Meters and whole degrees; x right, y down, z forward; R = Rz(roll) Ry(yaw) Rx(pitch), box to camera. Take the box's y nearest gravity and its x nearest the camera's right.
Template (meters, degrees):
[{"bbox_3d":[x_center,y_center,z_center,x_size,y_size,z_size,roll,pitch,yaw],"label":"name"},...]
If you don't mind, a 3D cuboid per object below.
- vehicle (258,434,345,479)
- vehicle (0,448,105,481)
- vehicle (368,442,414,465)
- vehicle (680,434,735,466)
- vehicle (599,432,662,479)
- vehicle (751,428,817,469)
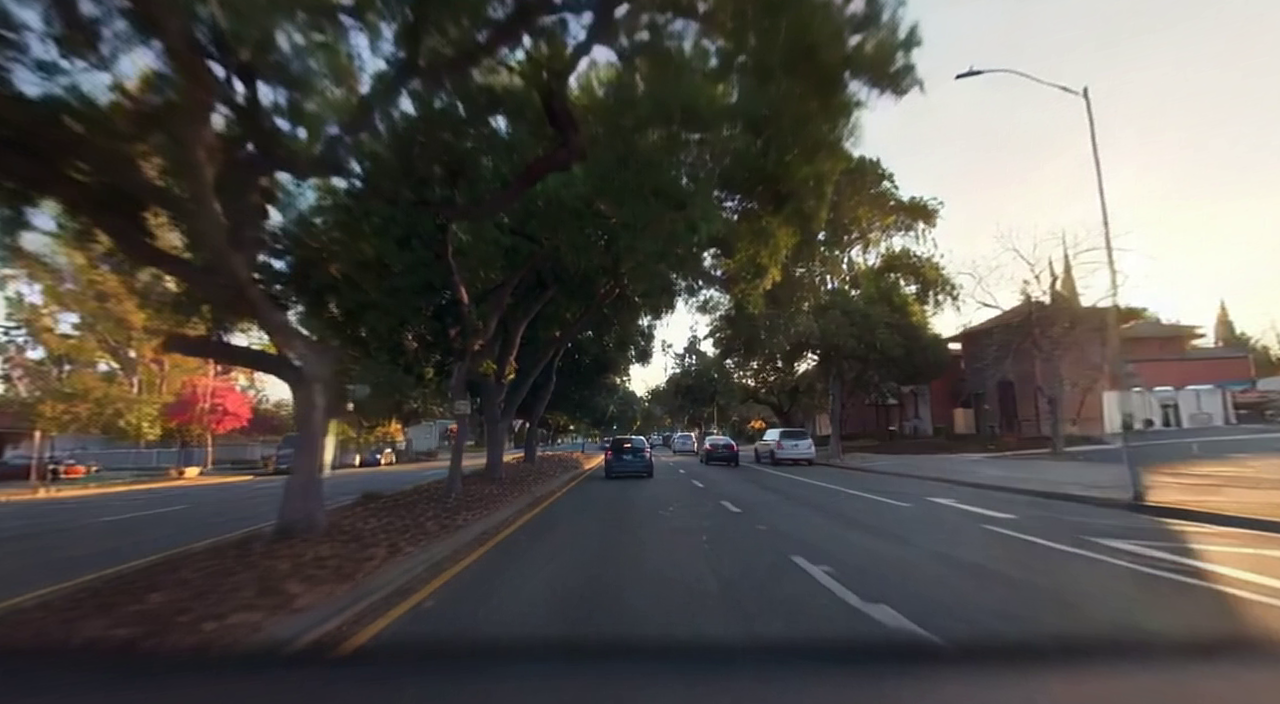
[{"bbox_3d":[-19.002,5.839,35.793,2.222,2.141,5.390,-1,-6,-3],"label":"vehicle"},{"bbox_3d":[-27.576,5.121,28.903,4.413,1.451,1.882,0,-9,0],"label":"vehicle"},{"bbox_3d":[-19.356,7.915,49.328,1.903,1.706,3.994,0,-8,0],"label":"vehicle"},{"bbox_3d":[3.274,4.911,31.656,2.124,1.476,4.730,0,-8,-1],"label":"vehicle"},{"bbox_3d":[-0.284,3.629,22.321,2.052,1.488,3.779,0,-8,1],"label":"vehicle"},{"bbox_3d":[6.733,4.592,30.032,2.117,1.757,4.969,0,-8,2],"label":"vehicle"}]
